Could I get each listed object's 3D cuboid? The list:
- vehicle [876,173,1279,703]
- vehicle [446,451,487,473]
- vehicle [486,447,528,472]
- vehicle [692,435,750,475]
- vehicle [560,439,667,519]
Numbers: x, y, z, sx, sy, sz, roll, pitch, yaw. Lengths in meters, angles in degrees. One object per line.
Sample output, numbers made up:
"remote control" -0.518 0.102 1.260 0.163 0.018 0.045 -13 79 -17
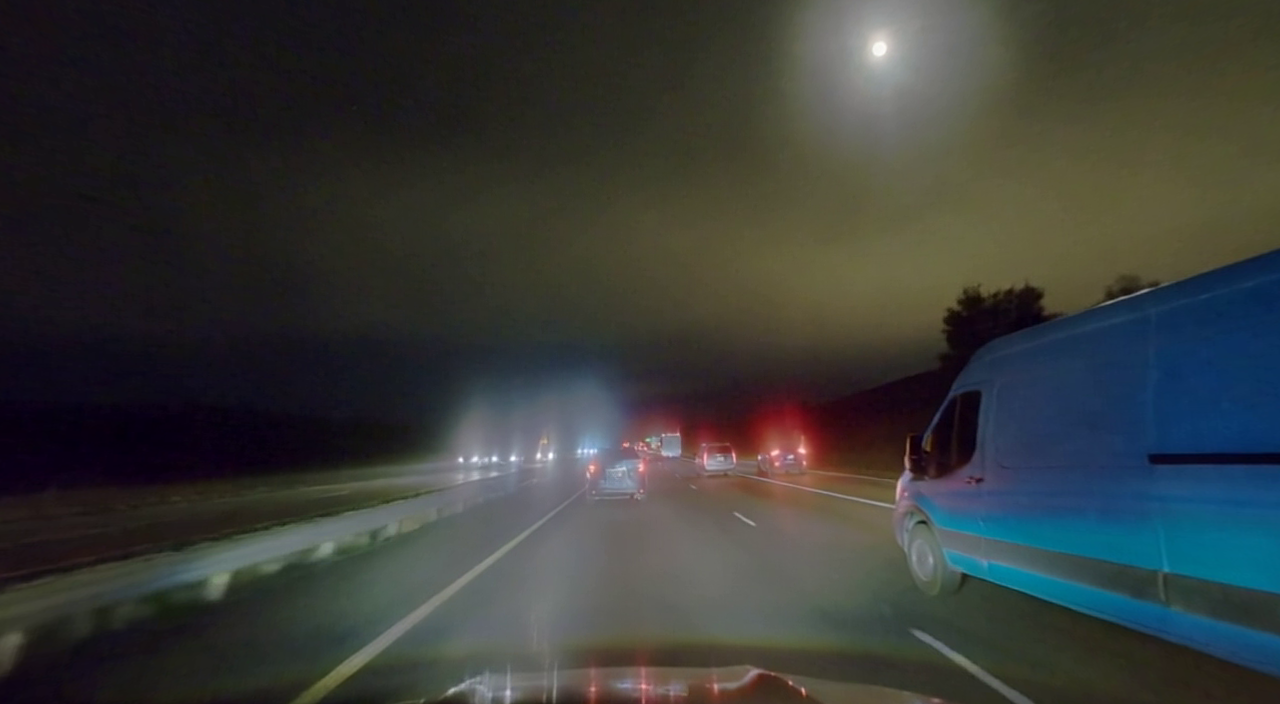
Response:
"vehicle" 3.828 0.665 3.782 2.399 2.421 5.829 0 -9 -1
"vehicle" -12.916 8.192 46.819 1.853 1.507 4.226 0 -9 -1
"vehicle" -9.102 7.401 43.252 1.984 1.571 4.292 0 -9 0
"vehicle" 4.156 5.406 33.009 2.261 1.952 4.784 0 -9 -1
"vehicle" -0.520 2.699 13.792 2.029 1.483 3.769 0 -9 0
